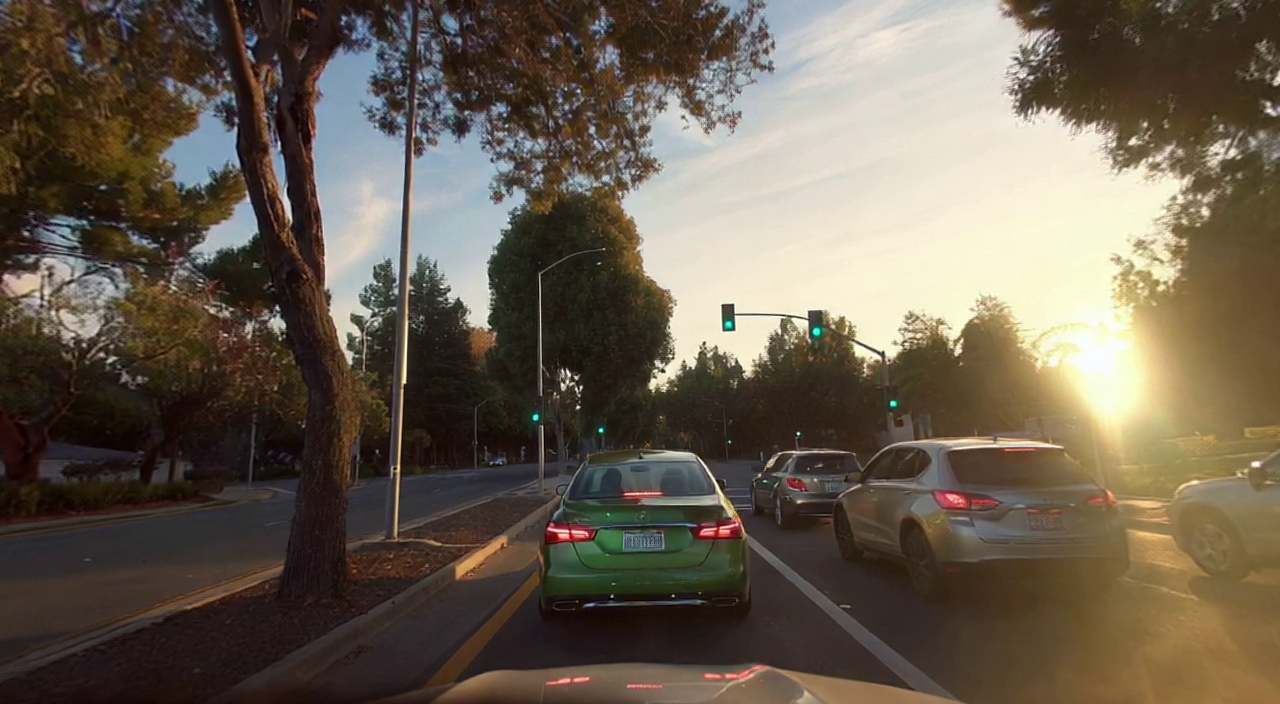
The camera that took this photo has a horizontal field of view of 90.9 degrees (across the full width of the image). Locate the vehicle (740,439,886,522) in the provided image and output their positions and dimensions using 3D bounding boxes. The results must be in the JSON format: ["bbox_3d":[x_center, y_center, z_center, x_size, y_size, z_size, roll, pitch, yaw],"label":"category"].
[{"bbox_3d":[3.529,2.715,13.821,1.934,1.494,4.446,0,-9,0],"label":"vehicle"}]

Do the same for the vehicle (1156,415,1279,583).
[{"bbox_3d":[6.942,1.333,5.584,1.783,1.572,3.421,0,-9,1],"label":"vehicle"}]

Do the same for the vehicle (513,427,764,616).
[{"bbox_3d":[0.012,1.676,7.093,2.015,1.502,3.898,0,-9,1],"label":"vehicle"}]

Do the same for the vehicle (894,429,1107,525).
[{"bbox_3d":[7.026,2.468,12.908,1.923,1.611,4.094,0,-9,0],"label":"vehicle"}]
